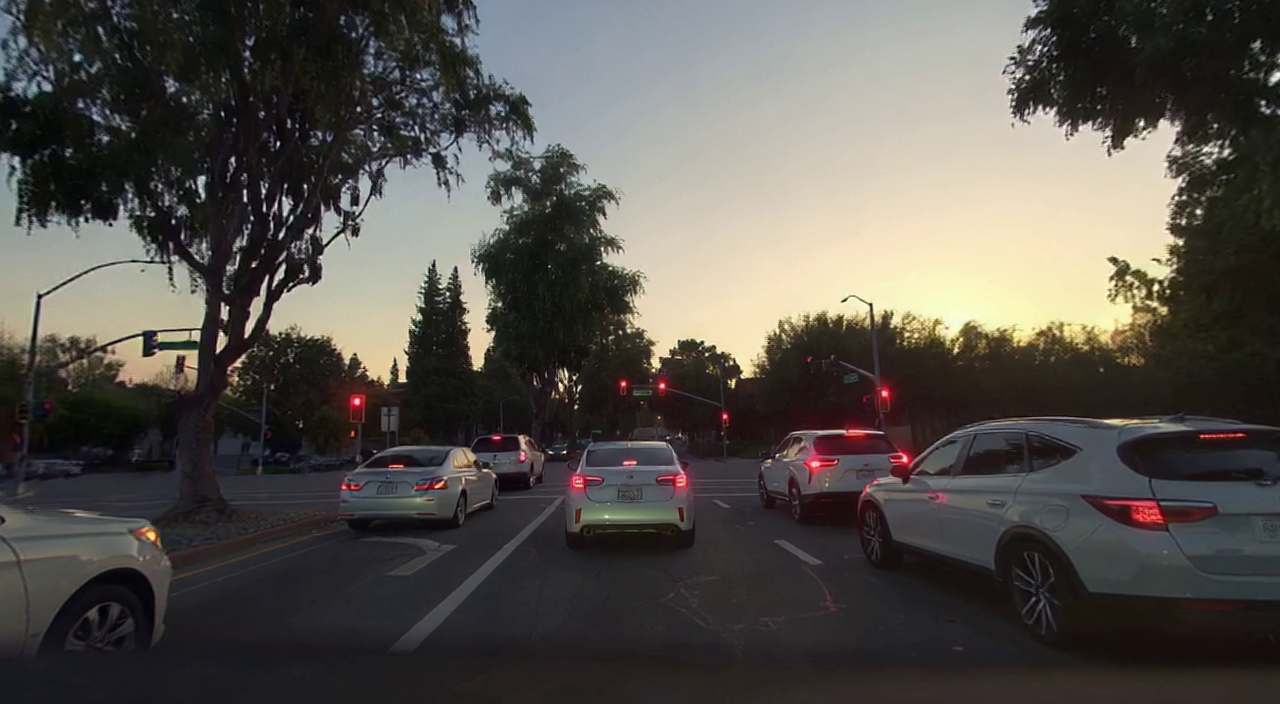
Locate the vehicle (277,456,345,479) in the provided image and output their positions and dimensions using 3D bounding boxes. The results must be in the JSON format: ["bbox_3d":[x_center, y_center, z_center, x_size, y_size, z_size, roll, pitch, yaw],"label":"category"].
[{"bbox_3d":[-25.275,8.865,48.631,4.310,1.674,1.937,-2,-9,12],"label":"vehicle"}]

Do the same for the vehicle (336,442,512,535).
[{"bbox_3d":[-3.907,2.511,12.337,1.919,1.459,4.371,0,-8,-1],"label":"vehicle"}]

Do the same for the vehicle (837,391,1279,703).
[{"bbox_3d":[3.405,1.309,5.422,1.933,1.564,4.600,0,-8,0],"label":"vehicle"}]

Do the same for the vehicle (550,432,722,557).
[{"bbox_3d":[-0.061,2.003,9.595,2.061,1.470,3.970,0,-8,0],"label":"vehicle"}]

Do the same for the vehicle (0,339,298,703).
[{"bbox_3d":[-3.641,0.836,2.551,2.047,1.764,4.369,0,-8,0],"label":"vehicle"}]

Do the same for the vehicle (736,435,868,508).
[{"bbox_3d":[3.667,2.779,15.242,1.922,1.472,4.440,0,-8,-1],"label":"vehicle"}]
